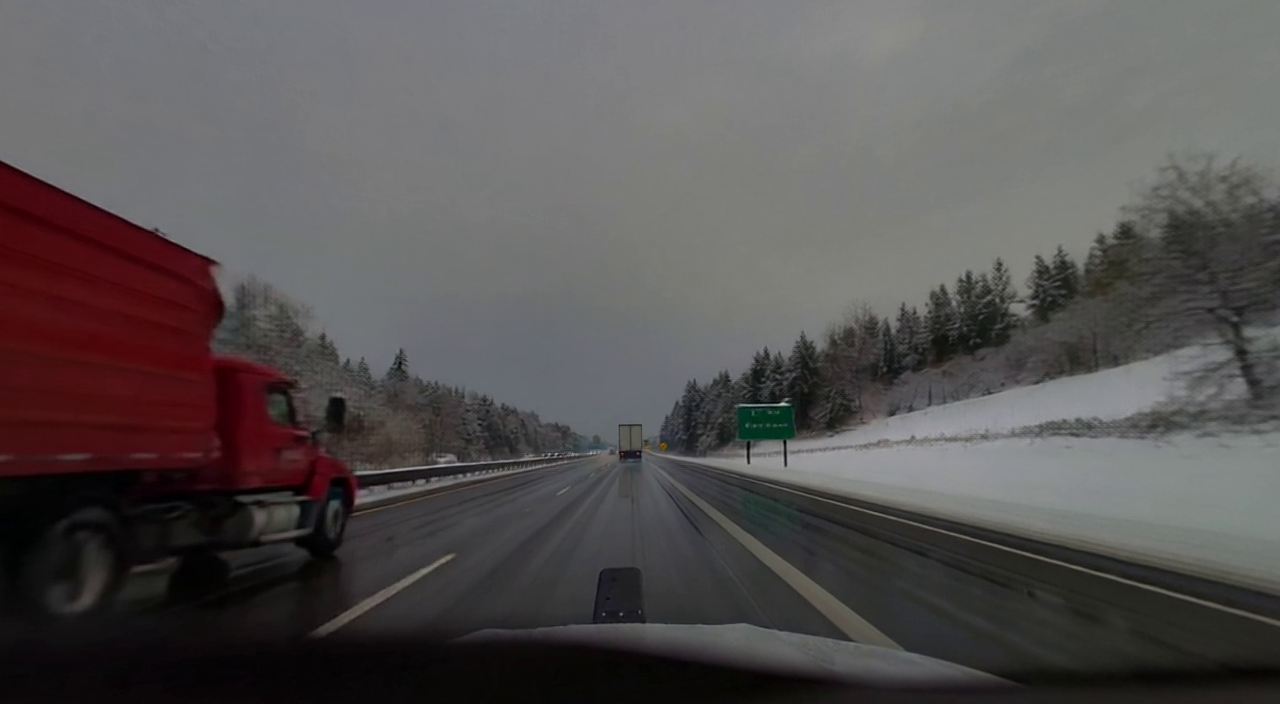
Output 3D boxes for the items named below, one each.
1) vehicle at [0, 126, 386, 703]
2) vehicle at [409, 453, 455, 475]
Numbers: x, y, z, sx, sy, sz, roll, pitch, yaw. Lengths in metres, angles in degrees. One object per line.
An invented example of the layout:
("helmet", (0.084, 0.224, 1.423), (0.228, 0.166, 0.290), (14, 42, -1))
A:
("vehicle", (-4.295, 0.539, 4.399), (2.368, 2.813, 6.329), (0, -9, 0))
("vehicle", (-14.227, 7.666, 43.408), (1.753, 1.440, 4.034), (0, -9, 0))
